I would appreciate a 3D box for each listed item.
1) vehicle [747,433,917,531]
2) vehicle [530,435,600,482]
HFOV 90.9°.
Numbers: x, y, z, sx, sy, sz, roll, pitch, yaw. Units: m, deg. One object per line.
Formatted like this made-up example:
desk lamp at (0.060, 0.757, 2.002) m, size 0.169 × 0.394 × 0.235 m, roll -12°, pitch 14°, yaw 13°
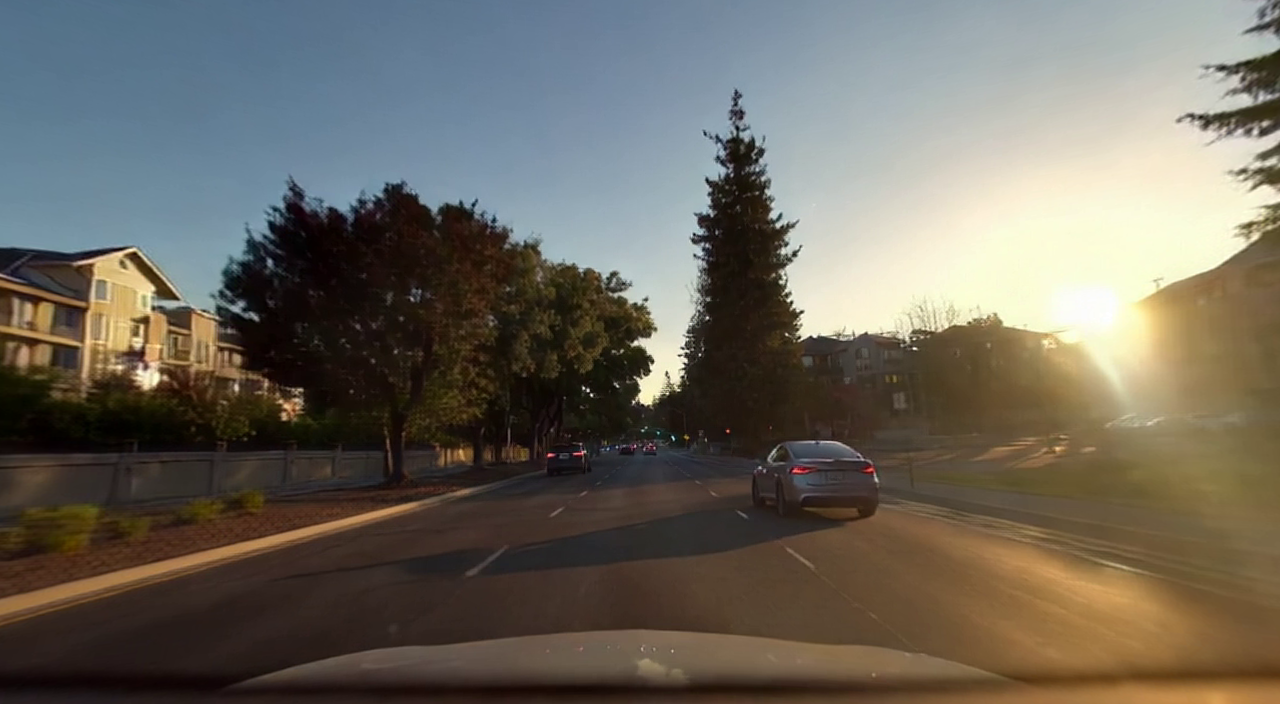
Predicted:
vehicle at (3.422, 2.391, 12.222) m, size 1.945 × 1.530 × 4.320 m, roll 0°, pitch -9°, yaw 0°
vehicle at (-3.112, 4.573, 27.275) m, size 2.216 × 1.828 × 4.886 m, roll -1°, pitch -9°, yaw 3°
